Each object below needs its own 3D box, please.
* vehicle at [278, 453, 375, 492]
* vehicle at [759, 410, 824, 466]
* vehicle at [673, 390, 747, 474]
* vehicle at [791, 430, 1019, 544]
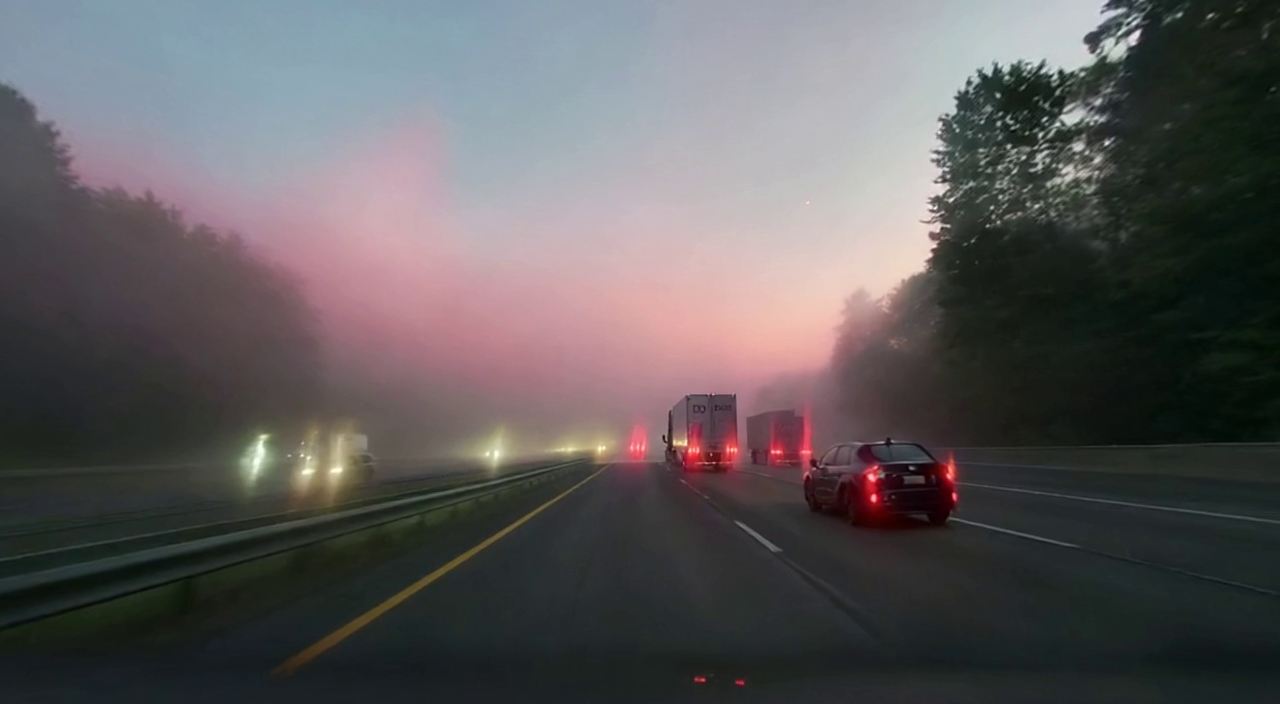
[{"bbox_3d":[-13.327,5.135,27.011,1.856,1.463,4.508,0,-9,0],"label":"vehicle"},{"bbox_3d":[11.606,6.800,49.008,2.938,3.990,8.556,0,-9,0],"label":"vehicle"},{"bbox_3d":[3.616,4.608,35.096,3.025,4.010,9.542,0,-9,0],"label":"vehicle"},{"bbox_3d":[4.026,2.112,10.407,1.948,1.481,3.955,0,-9,-2],"label":"vehicle"}]
